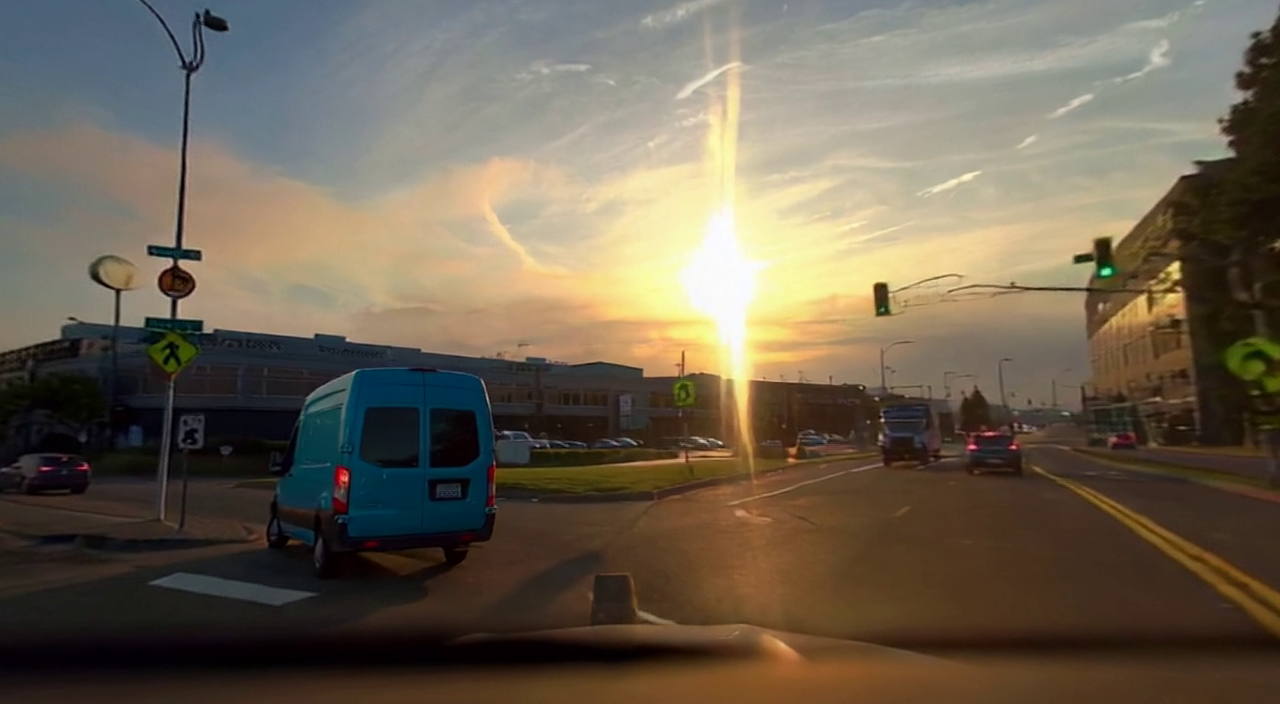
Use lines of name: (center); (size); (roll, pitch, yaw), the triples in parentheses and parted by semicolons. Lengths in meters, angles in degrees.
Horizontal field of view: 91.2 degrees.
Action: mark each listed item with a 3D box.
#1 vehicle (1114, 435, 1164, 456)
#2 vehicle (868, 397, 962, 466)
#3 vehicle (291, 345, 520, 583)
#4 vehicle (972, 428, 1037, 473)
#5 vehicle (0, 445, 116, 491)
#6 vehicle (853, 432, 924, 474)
vehicle: (37.103, 6.947, 46.700); (2.144, 1.473, 4.250); (-5, -10, 29)
vehicle: (16.523, 4.826, 36.814); (3.158, 3.294, 13.584); (-5, -10, 31)
vehicle: (-4.067, 1.679, 10.053); (2.432, 2.624, 5.670); (4, -10, -29)
vehicle: (14.481, 3.901, 24.857); (1.948, 1.613, 3.879); (-6, -10, 31)
vehicle: (-21.927, 4.282, 23.381); (4.457, 1.533, 1.933); (-5, -10, 28)
vehicle: (10.514, 4.221, 26.304); (2.017, 1.599, 4.436); (-5, -10, 30)
